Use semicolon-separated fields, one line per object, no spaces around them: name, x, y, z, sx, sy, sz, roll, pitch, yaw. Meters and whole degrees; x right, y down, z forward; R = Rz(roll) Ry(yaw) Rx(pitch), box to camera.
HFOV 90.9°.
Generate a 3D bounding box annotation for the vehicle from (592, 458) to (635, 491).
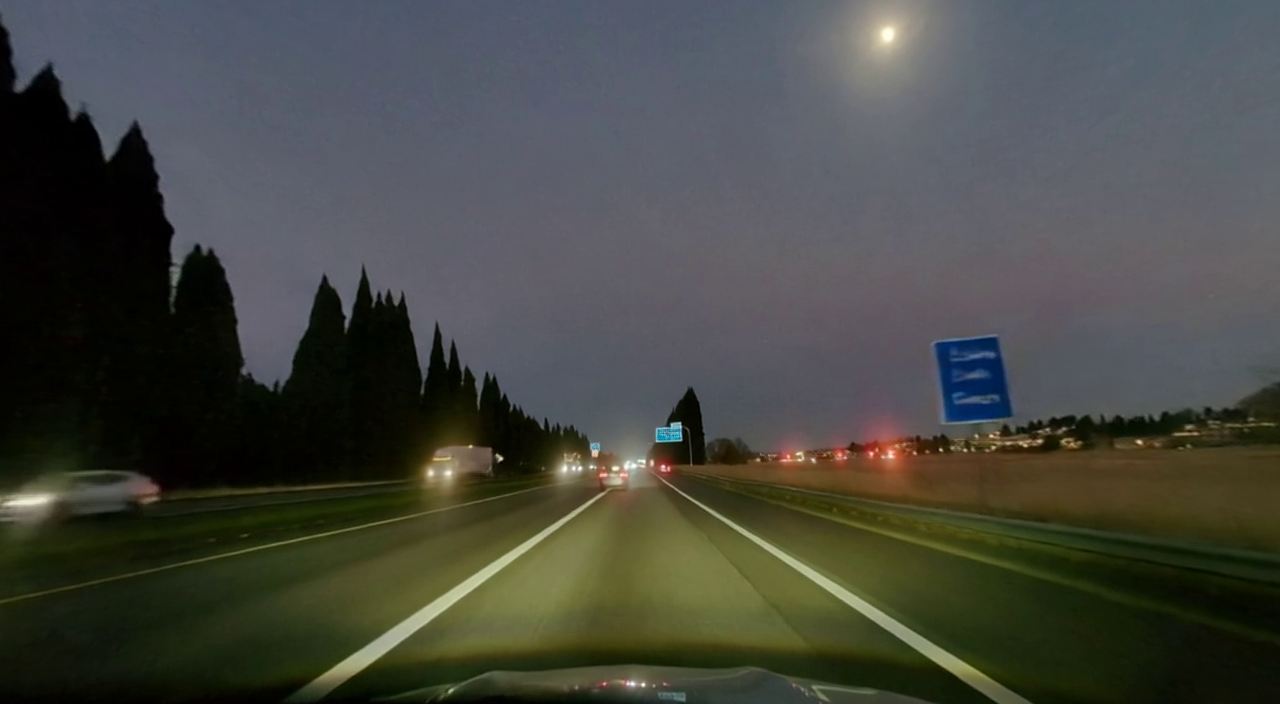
vehicle;-1.401;6.749;34.863;2.104;1.655;4.039;0;-10;1
